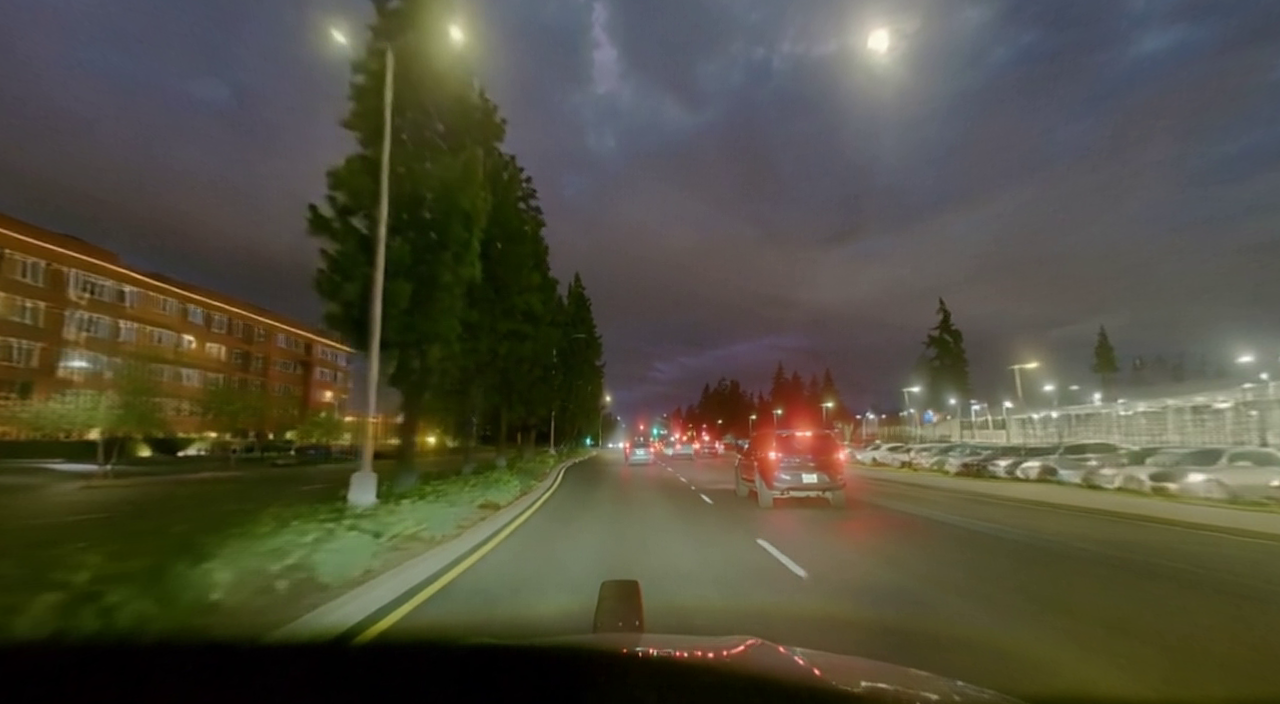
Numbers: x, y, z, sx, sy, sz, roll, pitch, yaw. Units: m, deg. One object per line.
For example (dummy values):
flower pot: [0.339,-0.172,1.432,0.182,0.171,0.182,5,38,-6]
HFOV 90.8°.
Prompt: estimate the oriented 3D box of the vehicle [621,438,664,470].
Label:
vehicle: [0.088,5.513,34.250,2.145,1.572,4.021,0,-9,-1]

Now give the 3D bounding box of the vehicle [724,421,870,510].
vehicle: [3.560,2.704,15.485,2.235,1.806,4.818,0,-9,-1]

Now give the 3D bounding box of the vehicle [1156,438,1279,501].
vehicle: [16.965,3.223,17.784,4.670,1.540,1.999,4,-10,-29]
